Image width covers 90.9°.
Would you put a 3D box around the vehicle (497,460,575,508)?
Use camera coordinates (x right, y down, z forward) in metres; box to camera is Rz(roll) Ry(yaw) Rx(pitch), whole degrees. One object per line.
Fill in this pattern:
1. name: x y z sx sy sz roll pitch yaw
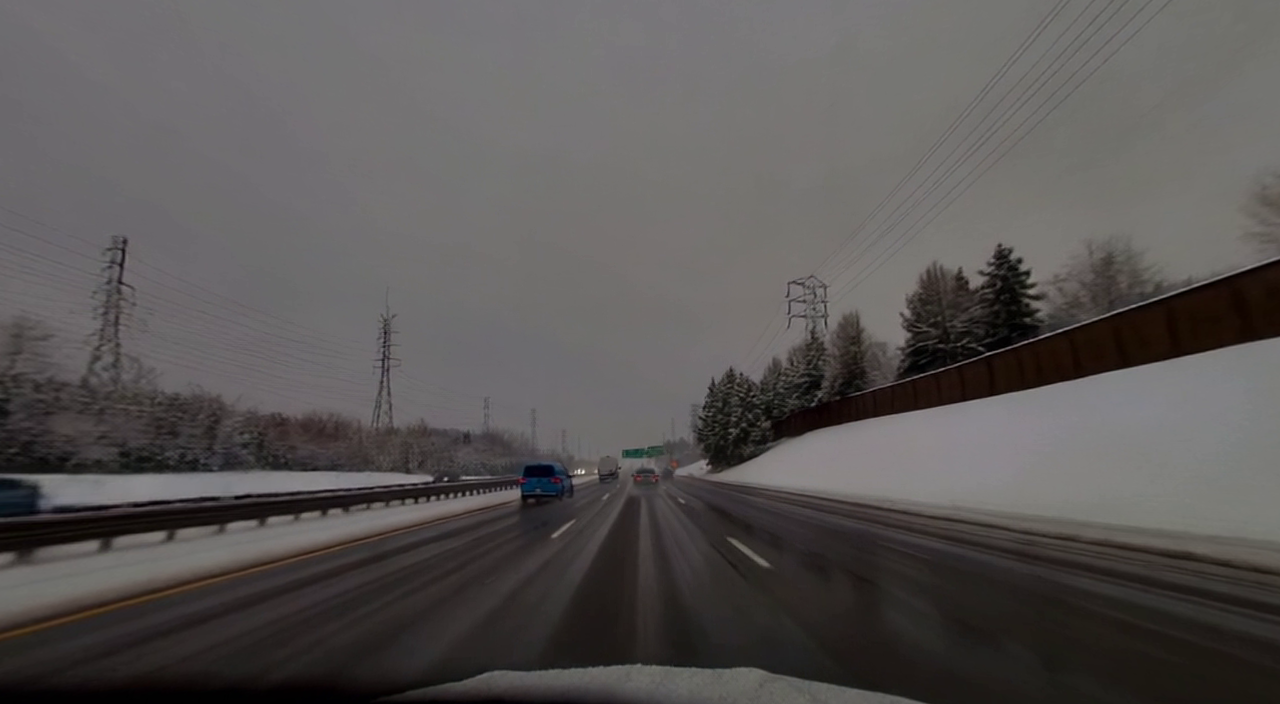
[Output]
1. vehicle: -3.671 4.800 23.072 2.023 1.541 4.543 1 -11 0

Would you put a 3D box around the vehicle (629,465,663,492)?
1. vehicle: 0.337 7.748 38.683 2.006 1.554 3.863 1 -11 -1
